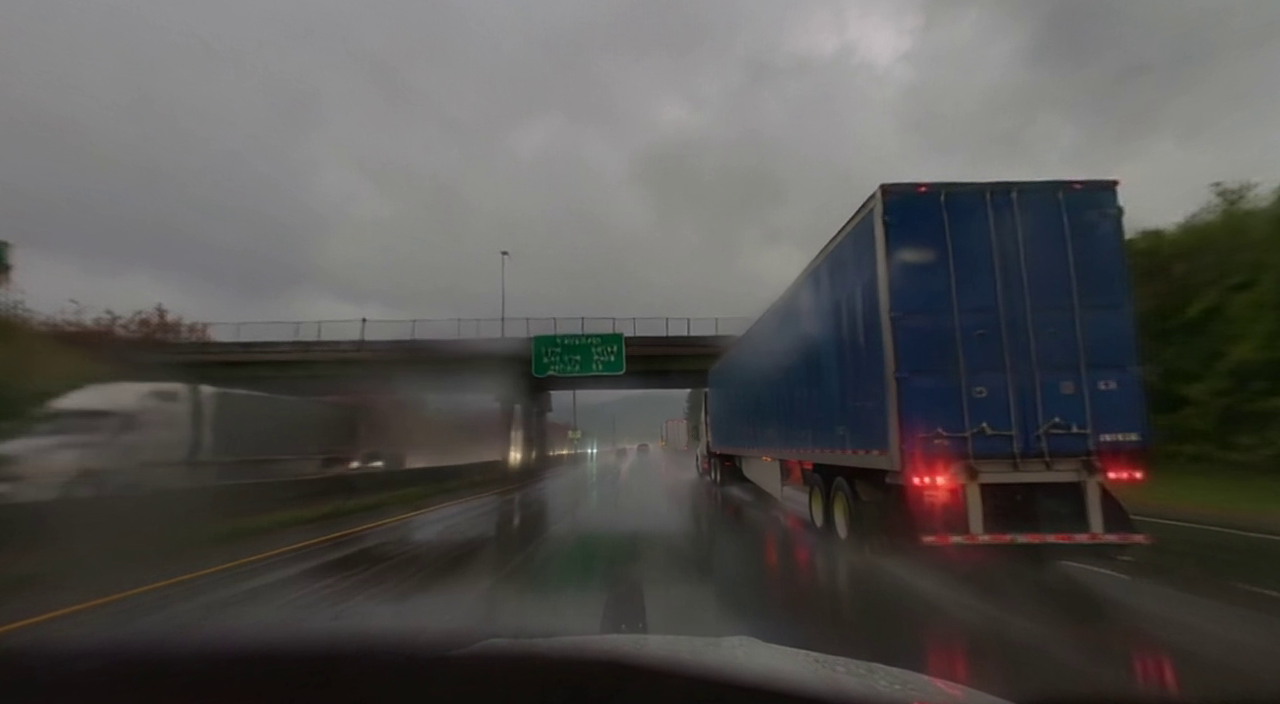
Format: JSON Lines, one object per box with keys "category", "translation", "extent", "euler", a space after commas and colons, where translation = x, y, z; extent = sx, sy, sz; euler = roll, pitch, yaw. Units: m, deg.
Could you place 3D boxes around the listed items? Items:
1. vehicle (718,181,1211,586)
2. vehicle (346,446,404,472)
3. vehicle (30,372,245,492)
{"category": "vehicle", "translation": [3.984, 1.306, 13.307], "extent": [2.825, 4.054, 14.210], "euler": [0, -9, 0]}
{"category": "vehicle", "translation": [-15.079, 6.105, 36.076], "extent": [1.720, 1.443, 3.580], "euler": [0, -9, 0]}
{"category": "vehicle", "translation": [-18.484, 3.095, 23.866], "extent": [2.957, 3.937, 5.954], "euler": [0, -9, 0]}
